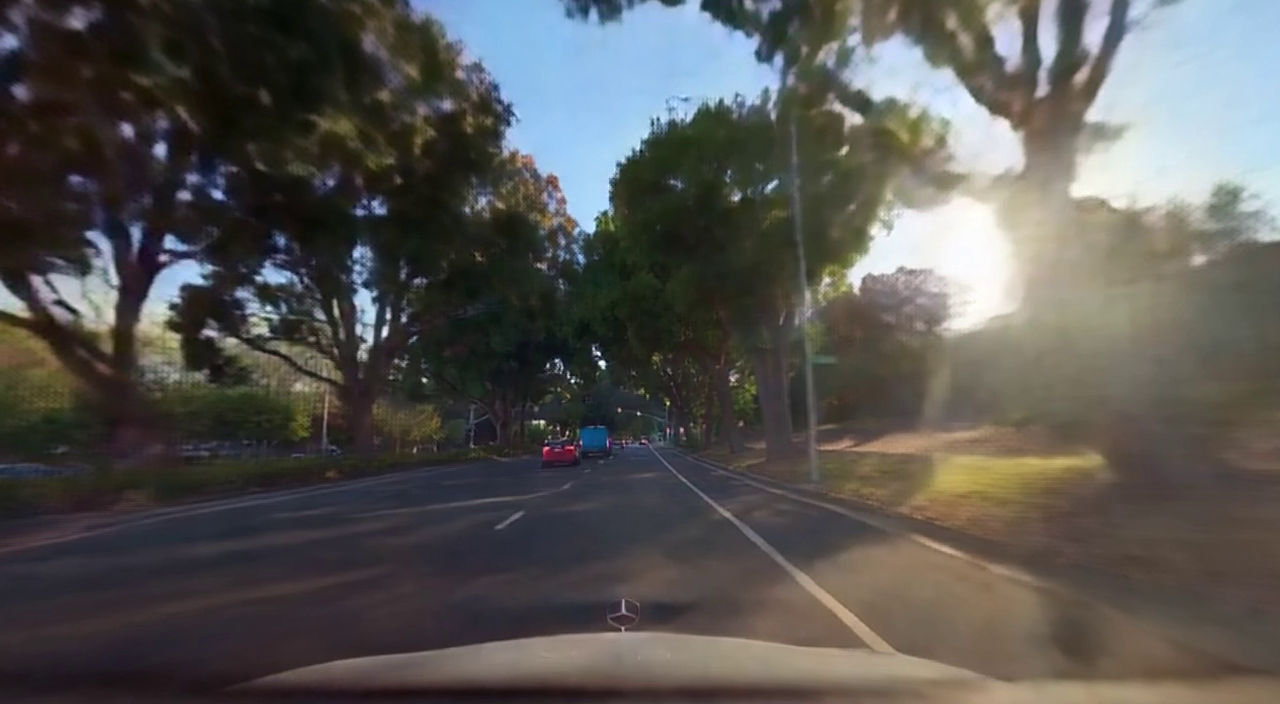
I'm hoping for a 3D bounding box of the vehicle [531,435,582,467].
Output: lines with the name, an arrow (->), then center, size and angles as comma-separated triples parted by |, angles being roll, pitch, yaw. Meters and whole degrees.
vehicle -> -3.961, 4.772, 30.591 | 2.009, 1.473, 4.028 | 0, -8, -1
